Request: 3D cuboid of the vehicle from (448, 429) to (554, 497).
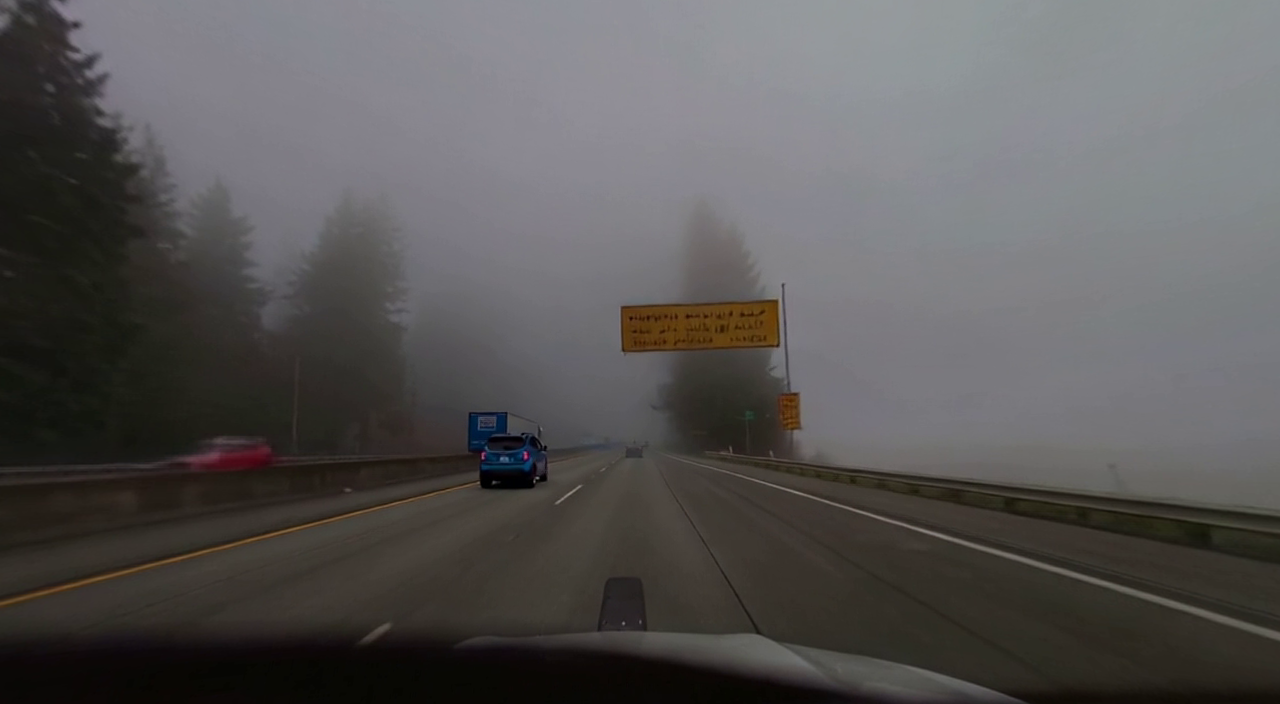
[{"bbox_3d":[-3.913,3.216,18.651,2.084,1.752,4.479,0,-8,1],"label":"vehicle"}]
